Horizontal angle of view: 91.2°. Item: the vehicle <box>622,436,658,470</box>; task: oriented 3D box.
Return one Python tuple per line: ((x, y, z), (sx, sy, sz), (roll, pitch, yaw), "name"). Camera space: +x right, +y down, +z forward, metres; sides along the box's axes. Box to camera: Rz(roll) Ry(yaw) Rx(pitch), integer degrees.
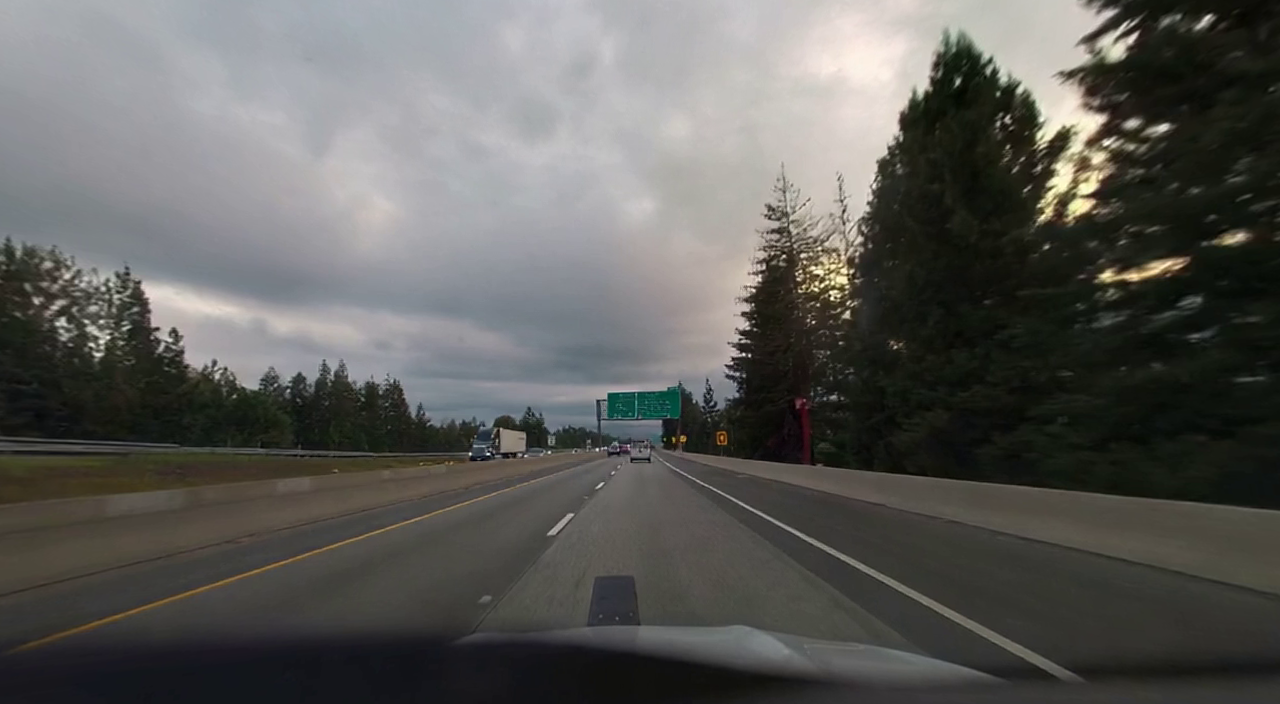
((-0.008, 6.753, 42.070), (2.268, 2.122, 4.595), (-1, -9, 1), "vehicle")
